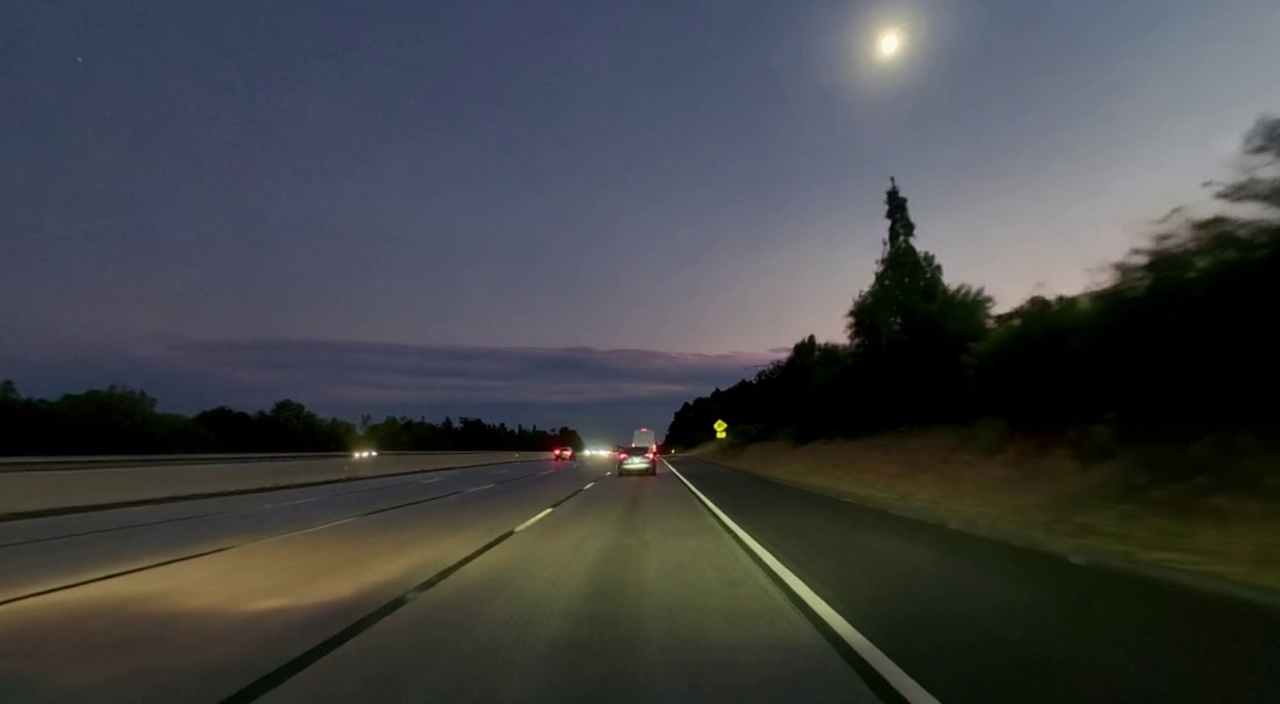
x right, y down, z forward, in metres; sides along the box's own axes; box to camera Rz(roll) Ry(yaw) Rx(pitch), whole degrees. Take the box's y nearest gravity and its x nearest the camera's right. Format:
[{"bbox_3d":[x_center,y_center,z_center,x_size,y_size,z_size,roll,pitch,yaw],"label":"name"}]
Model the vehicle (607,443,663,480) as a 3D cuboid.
[{"bbox_3d":[-0.164,4.687,27.231,2.238,1.479,3.672,0,-9,1],"label":"vehicle"}]
